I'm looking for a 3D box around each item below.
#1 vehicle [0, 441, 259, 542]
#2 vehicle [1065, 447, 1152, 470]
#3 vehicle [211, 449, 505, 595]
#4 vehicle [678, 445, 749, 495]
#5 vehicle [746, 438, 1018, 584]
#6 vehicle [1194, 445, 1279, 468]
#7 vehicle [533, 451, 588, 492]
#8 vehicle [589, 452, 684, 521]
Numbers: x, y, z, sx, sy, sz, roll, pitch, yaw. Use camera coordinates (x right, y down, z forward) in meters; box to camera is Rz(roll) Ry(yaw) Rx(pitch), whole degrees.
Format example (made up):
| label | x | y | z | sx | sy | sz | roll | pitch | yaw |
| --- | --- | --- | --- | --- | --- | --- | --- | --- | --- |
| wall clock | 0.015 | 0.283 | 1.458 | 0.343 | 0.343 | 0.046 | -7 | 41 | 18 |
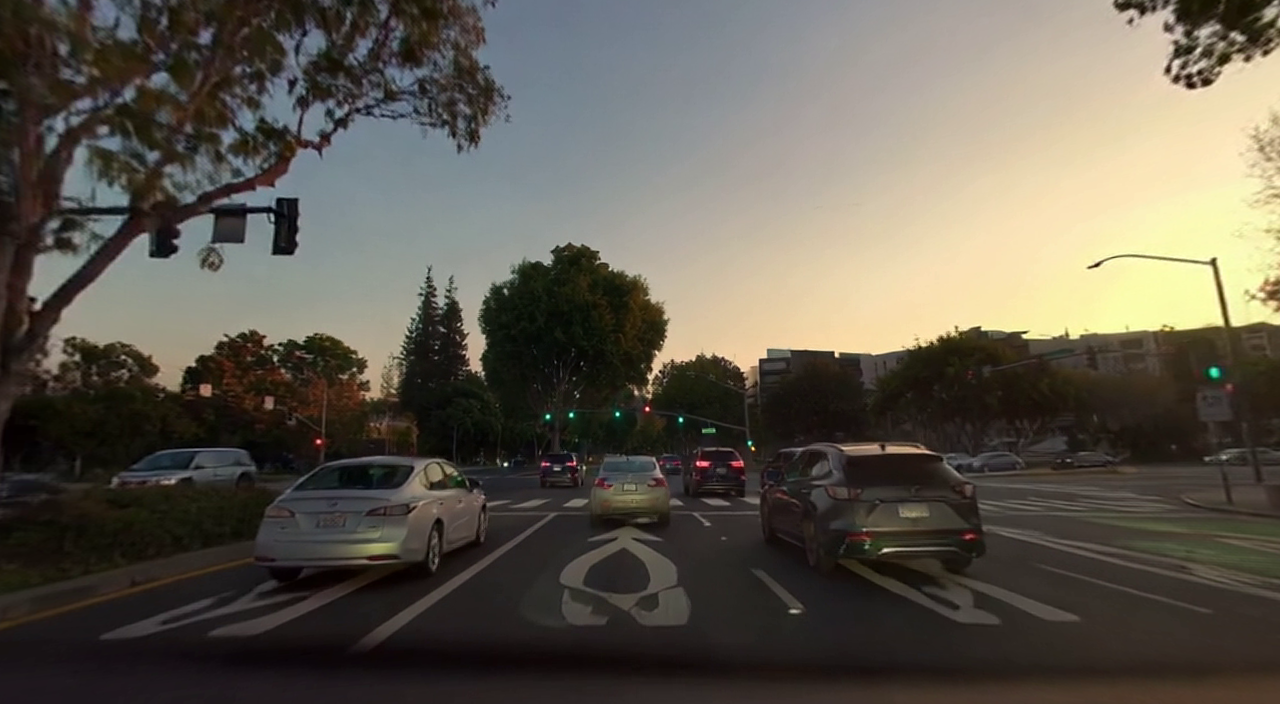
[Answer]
| label | x | y | z | sx | sy | sz | roll | pitch | yaw |
| --- | --- | --- | --- | --- | --- | --- | --- | --- | --- |
| vehicle | -10.189 | 2.732 | 13.090 | 1.934 | 1.713 | 4.281 | 0 | -9 | -1 |
| vehicle | 31.130 | 7.087 | 42.041 | 4.357 | 1.444 | 1.783 | 0 | -9 | -2 |
| vehicle | -3.375 | 2.096 | 8.782 | 2.045 | 1.463 | 4.490 | 0 | -9 | 0 |
| vehicle | 2.778 | 4.589 | 24.961 | 2.138 | 1.778 | 4.422 | 0 | -9 | -1 |
| vehicle | 3.068 | 2.110 | 9.419 | 1.996 | 1.566 | 4.917 | 0 | -9 | -1 |
| vehicle | 40.038 | 6.944 | 42.024 | 4.644 | 1.430 | 1.781 | 0 | -9 | -1 |
| vehicle | -3.629 | 5.516 | 29.505 | 2.033 | 1.714 | 4.278 | 0 | -9 | 0 |
| vehicle | -0.106 | 3.296 | 15.977 | 2.098 | 1.461 | 3.958 | 0 | -9 | -1 |
